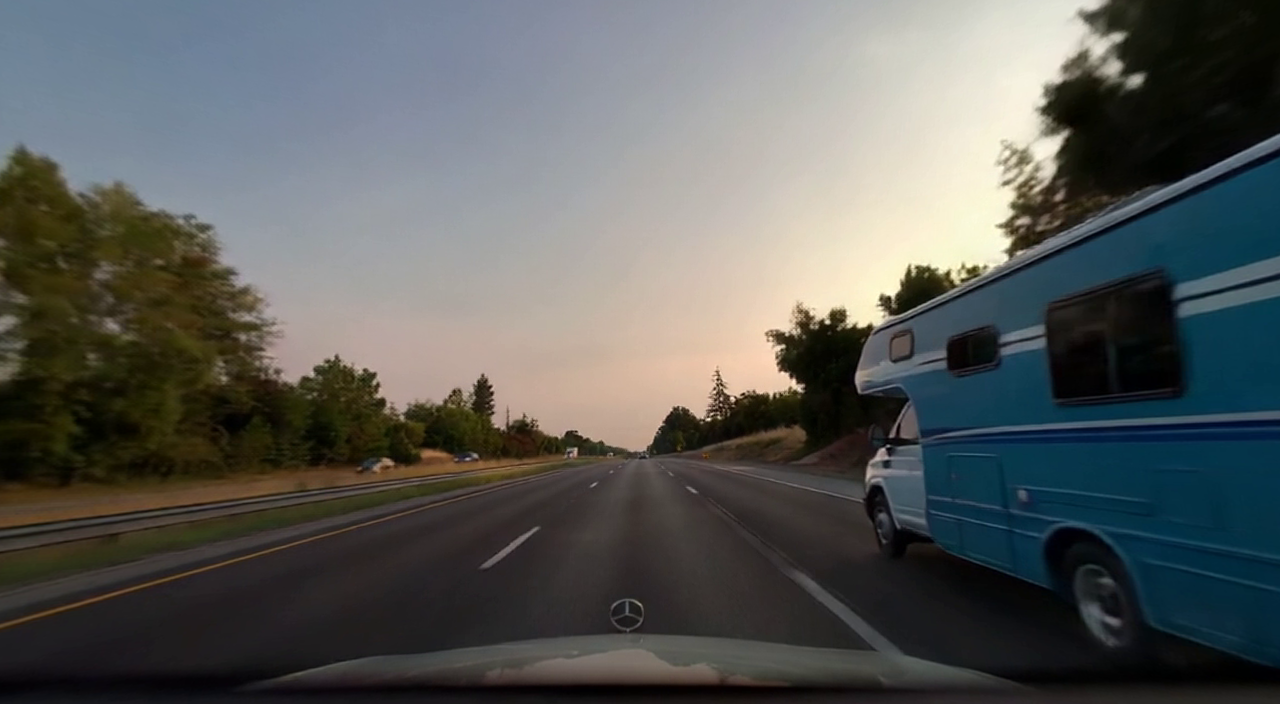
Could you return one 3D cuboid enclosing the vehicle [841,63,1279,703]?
[{"bbox_3d":[3.745,0.559,4.308,2.556,2.763,6.287,0,-9,-1],"label":"vehicle"}]
